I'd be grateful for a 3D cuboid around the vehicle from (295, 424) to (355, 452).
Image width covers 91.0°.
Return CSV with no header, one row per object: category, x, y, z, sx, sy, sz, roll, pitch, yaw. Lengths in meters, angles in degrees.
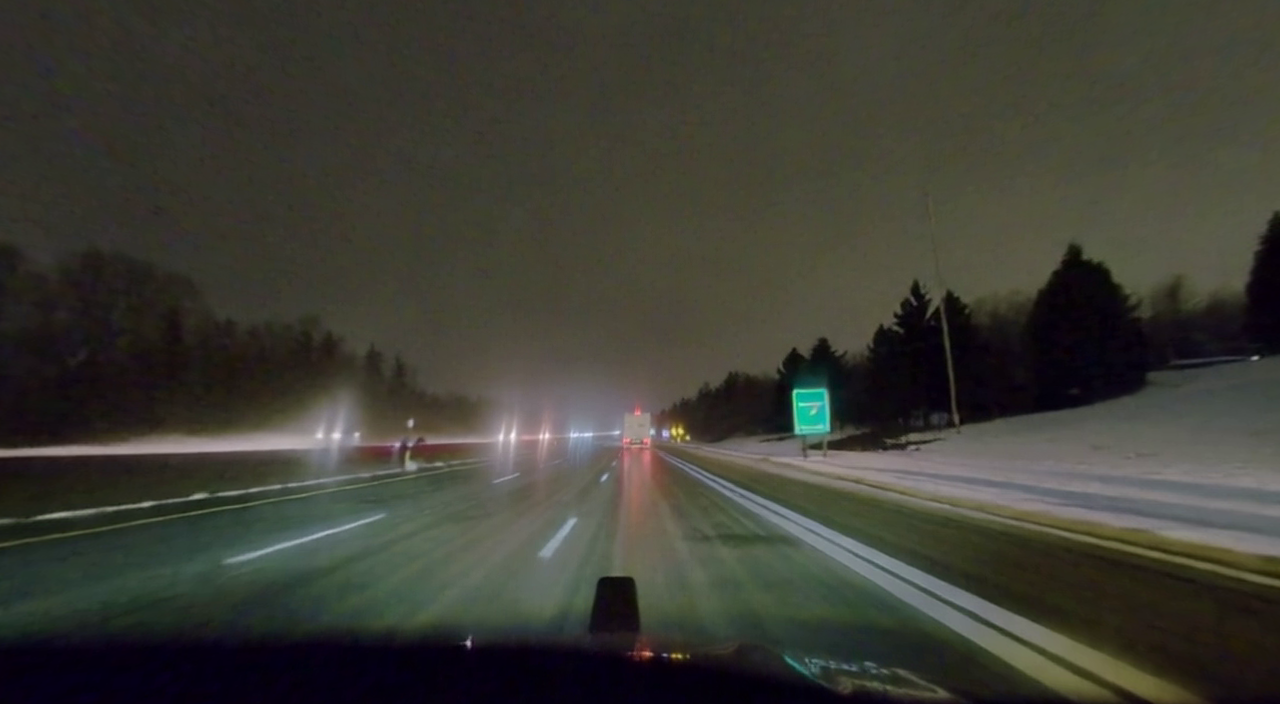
vehicle,-22.952,6.296,46.026,2.032,1.868,4.504,-1,-8,0
